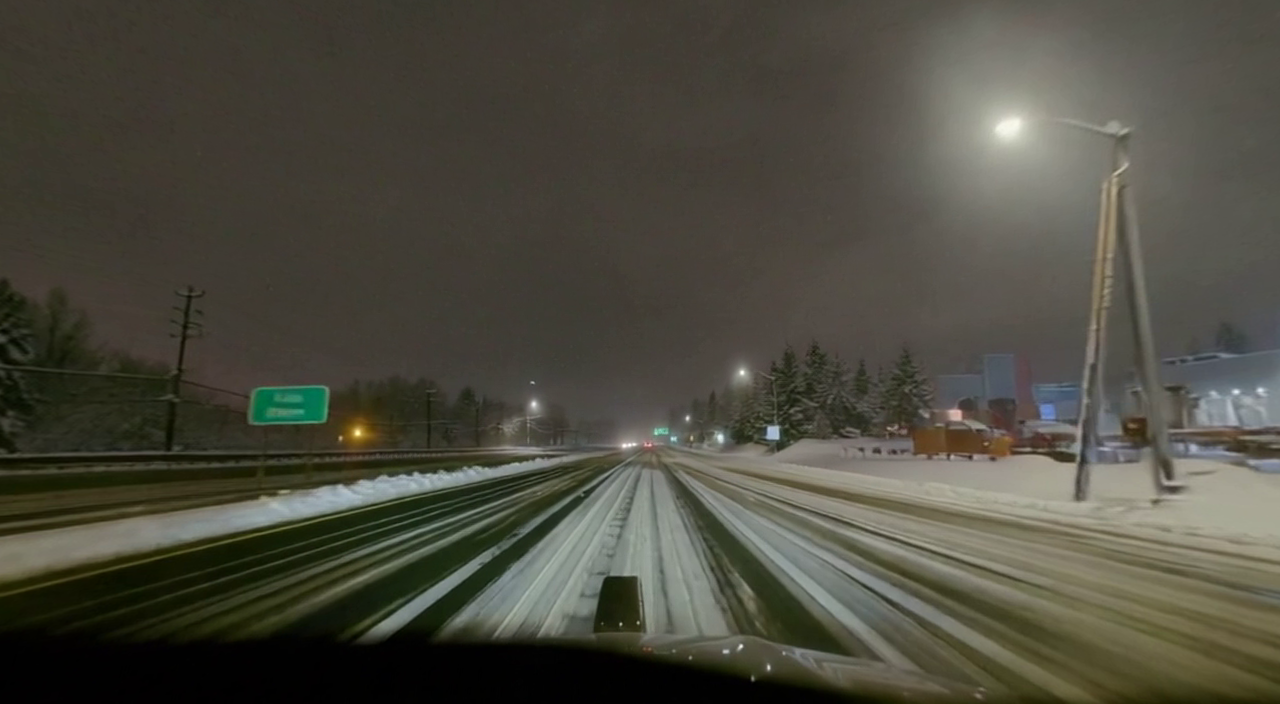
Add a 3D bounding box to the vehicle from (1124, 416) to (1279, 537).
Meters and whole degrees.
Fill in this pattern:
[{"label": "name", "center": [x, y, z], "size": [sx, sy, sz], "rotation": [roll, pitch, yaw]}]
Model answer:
[{"label": "vehicle", "center": [18.592, 3.229, 17.428], "size": [7.989, 2.900, 2.994], "rotation": [-1, -8, -5]}]
